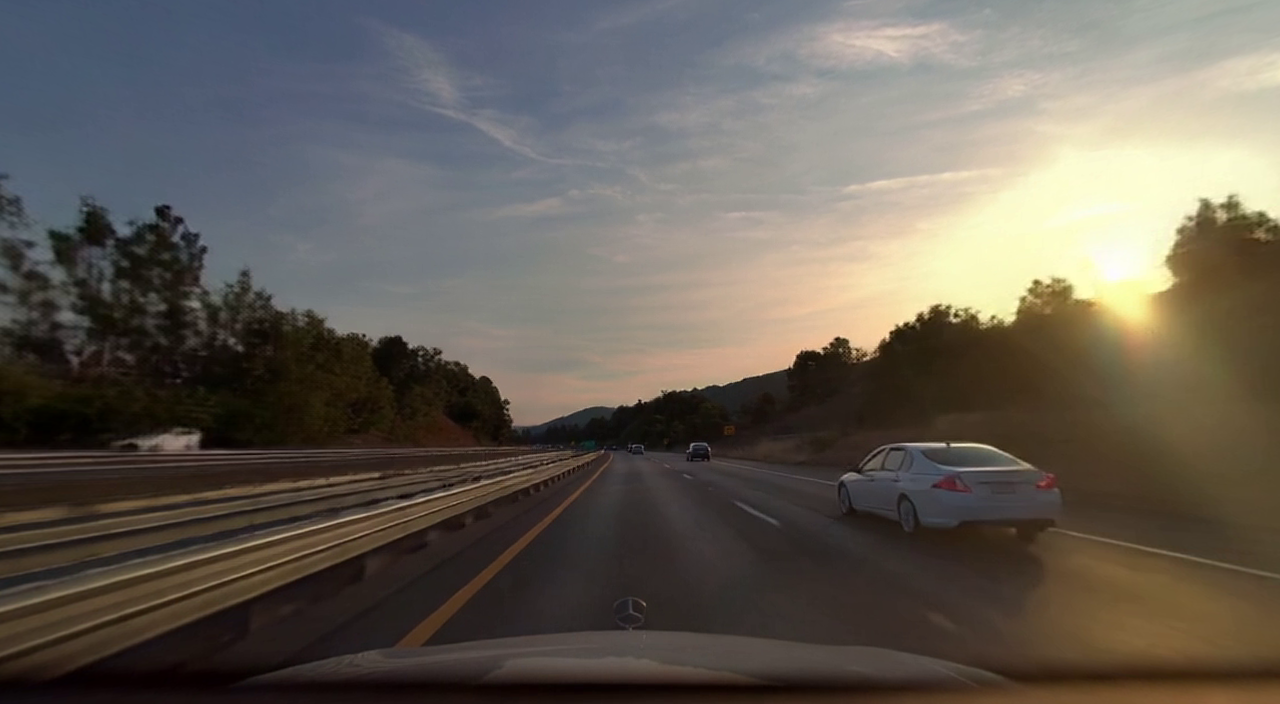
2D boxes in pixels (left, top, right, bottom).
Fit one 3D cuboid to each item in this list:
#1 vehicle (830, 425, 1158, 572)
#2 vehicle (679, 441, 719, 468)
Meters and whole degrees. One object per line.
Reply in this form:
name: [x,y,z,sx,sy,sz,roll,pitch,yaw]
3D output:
vehicle: [4.374,1.853,8.772,2.072,1.528,4.176,0,-8,-1]
vehicle: [3.504,6.163,37.930,1.945,1.538,3.729,0,-8,-2]
